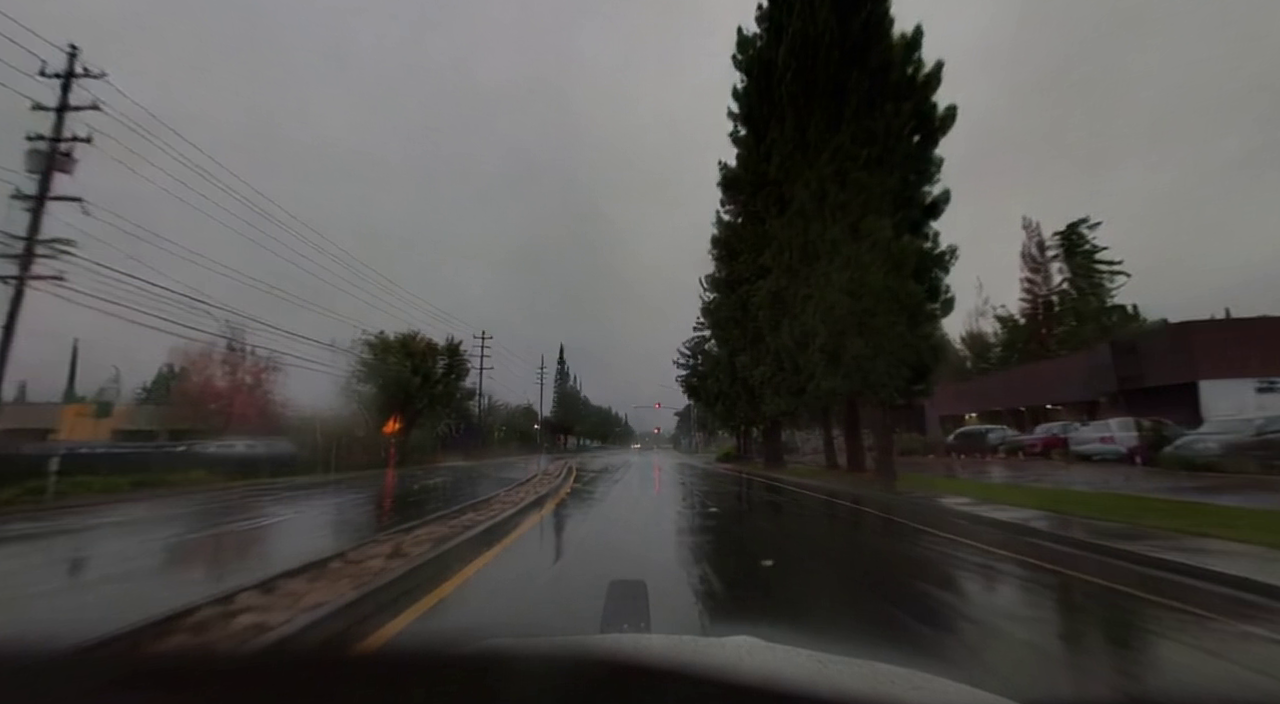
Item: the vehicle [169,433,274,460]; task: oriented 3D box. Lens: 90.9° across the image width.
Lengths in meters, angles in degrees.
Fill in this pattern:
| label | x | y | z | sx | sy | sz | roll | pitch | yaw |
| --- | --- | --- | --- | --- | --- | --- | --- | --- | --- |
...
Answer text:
| label | x | y | z | sx | sy | sz | roll | pitch | yaw |
| --- | --- | --- | --- | --- | --- | --- | --- | --- | --- |
| vehicle | -22.745 | 5.137 | 34.345 | 4.265 | 1.393 | 2.071 | 0 | -8 | 3 |
